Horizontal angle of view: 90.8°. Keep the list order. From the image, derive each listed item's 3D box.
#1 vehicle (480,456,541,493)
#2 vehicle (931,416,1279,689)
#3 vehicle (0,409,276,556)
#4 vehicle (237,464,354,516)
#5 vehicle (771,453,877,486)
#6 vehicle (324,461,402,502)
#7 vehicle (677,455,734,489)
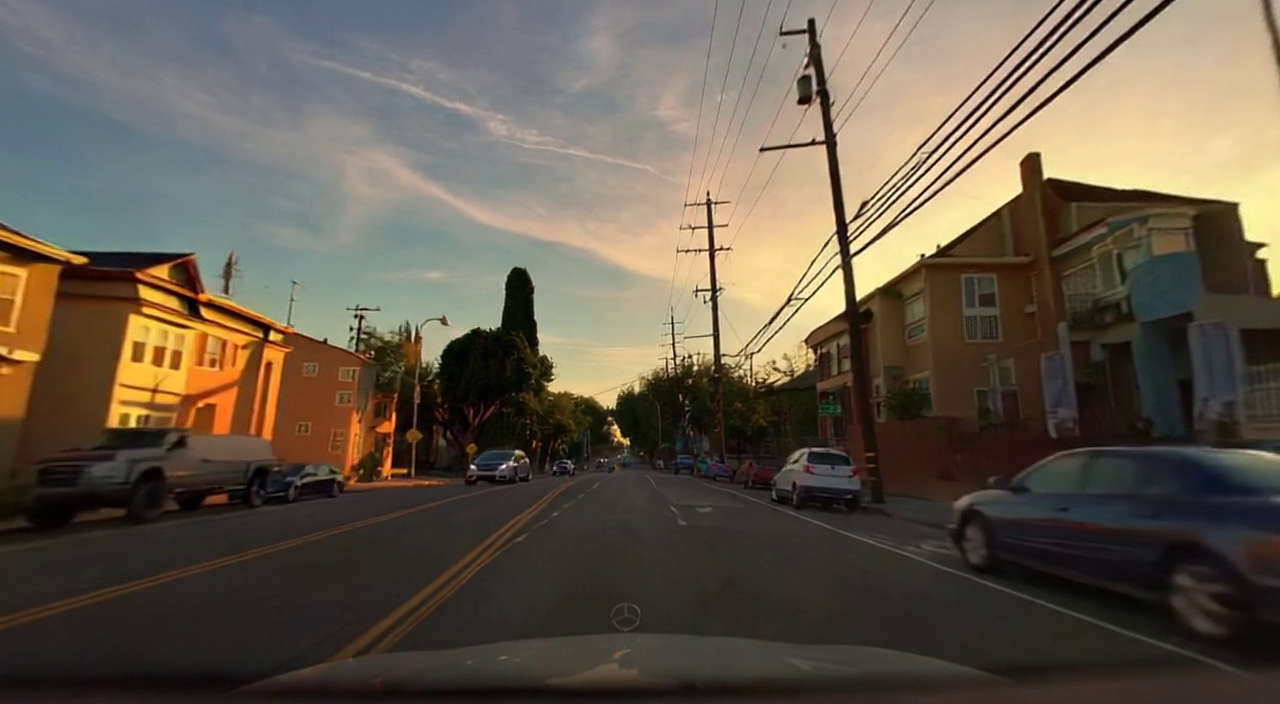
[{"bbox_3d":[-5.976,5.673,29.594,2.205,1.480,4.366,-1,-9,-4],"label":"vehicle"},{"bbox_3d":[4.499,1.287,4.687,2.059,1.502,4.824,0,-9,-5],"label":"vehicle"},{"bbox_3d":[-11.130,2.766,14.189,2.687,2.491,5.936,-2,-8,-4],"label":"vehicle"},{"bbox_3d":[-11.568,4.614,21.622,1.742,1.415,4.566,0,-9,-4],"label":"vehicle"},{"bbox_3d":[8.925,5.653,30.674,4.658,1.465,2.025,-4,-9,24],"label":"vehicle"},{"bbox_3d":[-11.923,5.564,27.436,1.936,1.516,3.647,0,-9,-4],"label":"vehicle"},{"bbox_3d":[3.018,5.652,30.104,1.917,1.434,4.733,0,-9,-4],"label":"vehicle"}]
